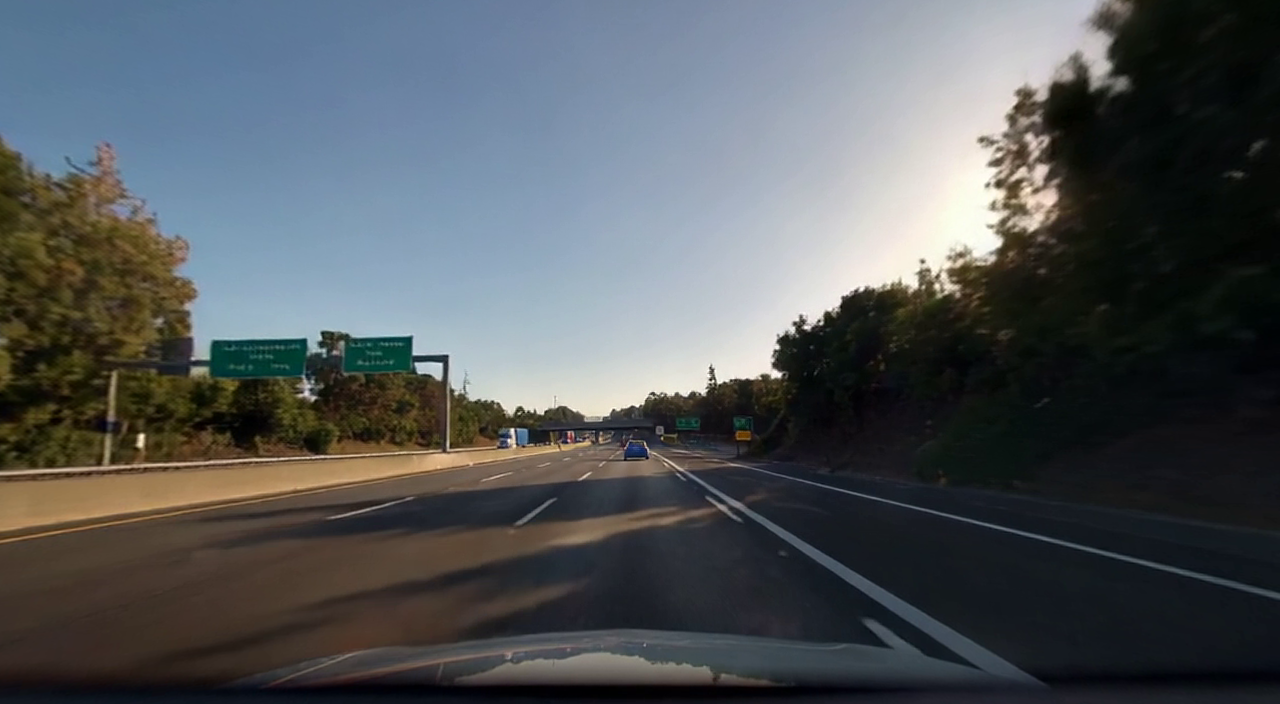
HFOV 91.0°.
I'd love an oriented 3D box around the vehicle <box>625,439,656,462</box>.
[{"bbox_3d":[0.008,6.668,42.798,2.028,1.440,3.690,0,-8,-1],"label":"vehicle"}]
